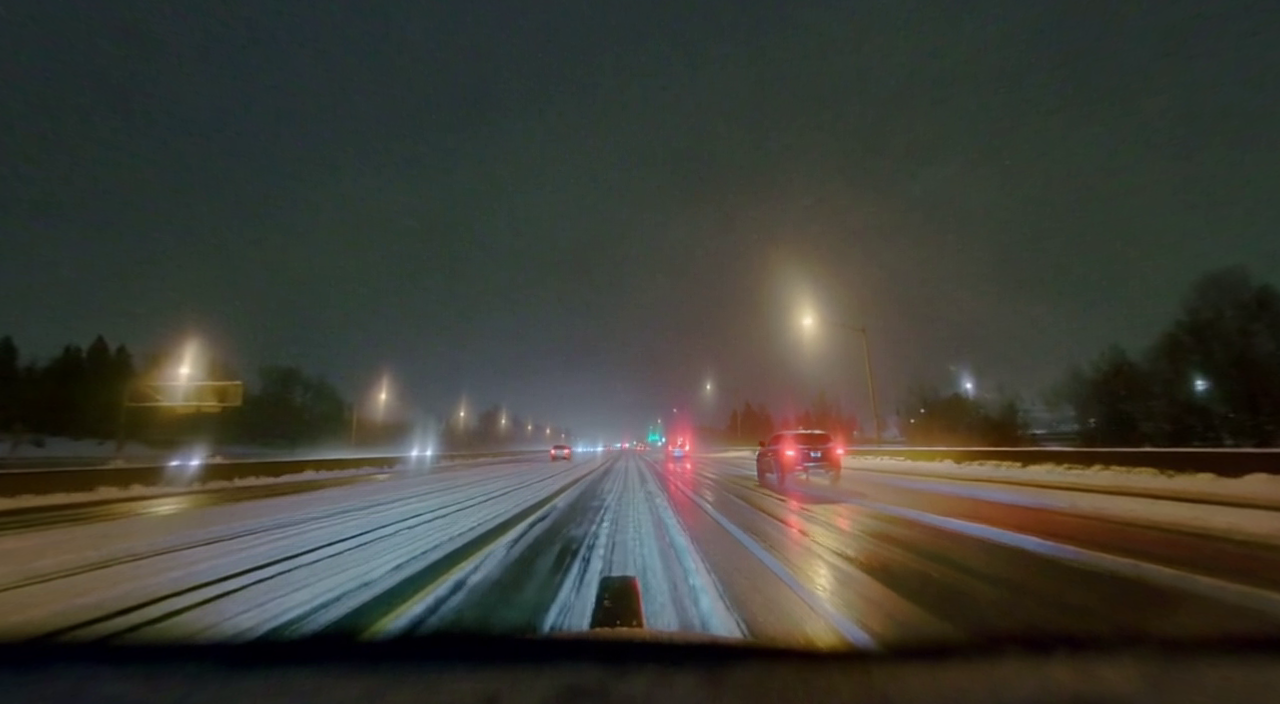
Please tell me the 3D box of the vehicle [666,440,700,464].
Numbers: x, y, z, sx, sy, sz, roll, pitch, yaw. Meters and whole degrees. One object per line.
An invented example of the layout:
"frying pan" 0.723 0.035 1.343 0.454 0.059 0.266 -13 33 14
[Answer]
"vehicle" 3.347 7.834 49.710 2.166 1.770 4.703 0 -9 -2
